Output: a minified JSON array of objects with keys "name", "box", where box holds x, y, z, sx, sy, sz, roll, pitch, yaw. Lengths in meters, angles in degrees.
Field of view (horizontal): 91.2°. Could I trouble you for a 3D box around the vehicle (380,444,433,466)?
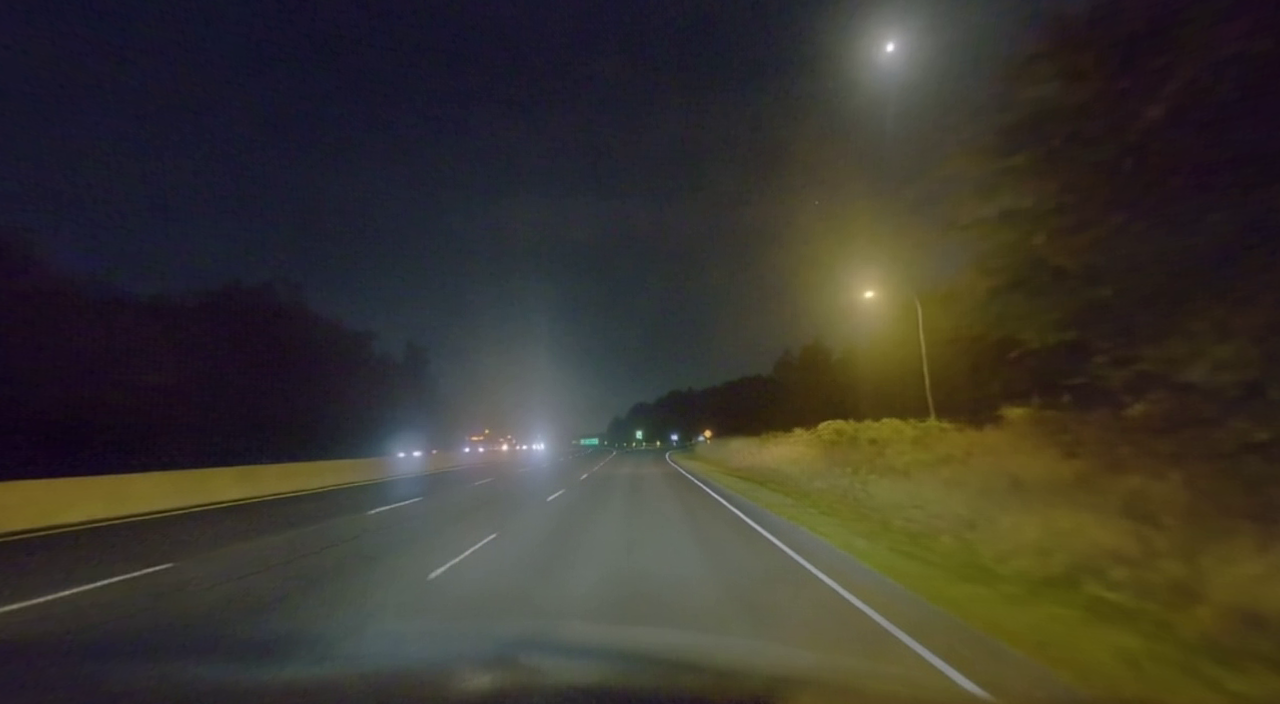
[{"name":"vehicle","box":[-16.642,7.333,44.951,1.888,1.502,4.814,0,-8,0]}]
